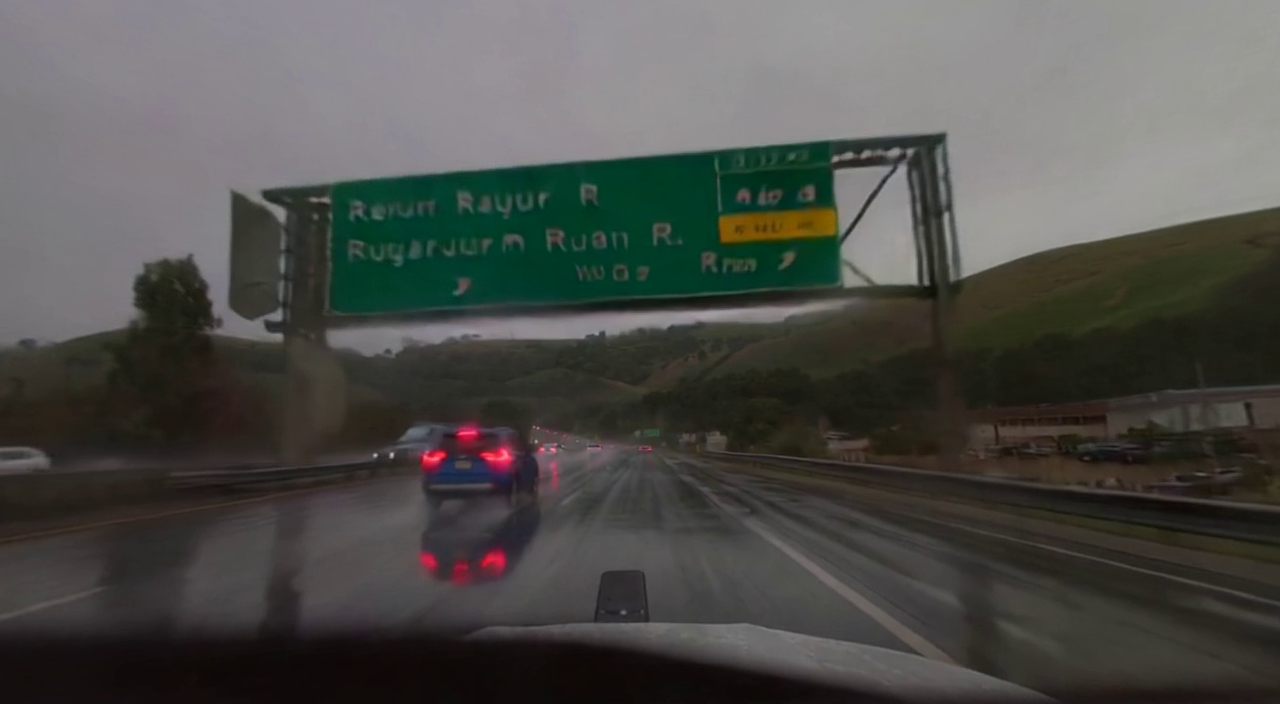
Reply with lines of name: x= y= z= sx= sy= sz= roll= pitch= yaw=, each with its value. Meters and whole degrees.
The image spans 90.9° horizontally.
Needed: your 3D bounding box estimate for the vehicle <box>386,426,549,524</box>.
vehicle: x=-3.382 y=2.501 z=13.422 sx=2.138 sy=1.718 sz=4.415 roll=0 pitch=-8 yaw=1
